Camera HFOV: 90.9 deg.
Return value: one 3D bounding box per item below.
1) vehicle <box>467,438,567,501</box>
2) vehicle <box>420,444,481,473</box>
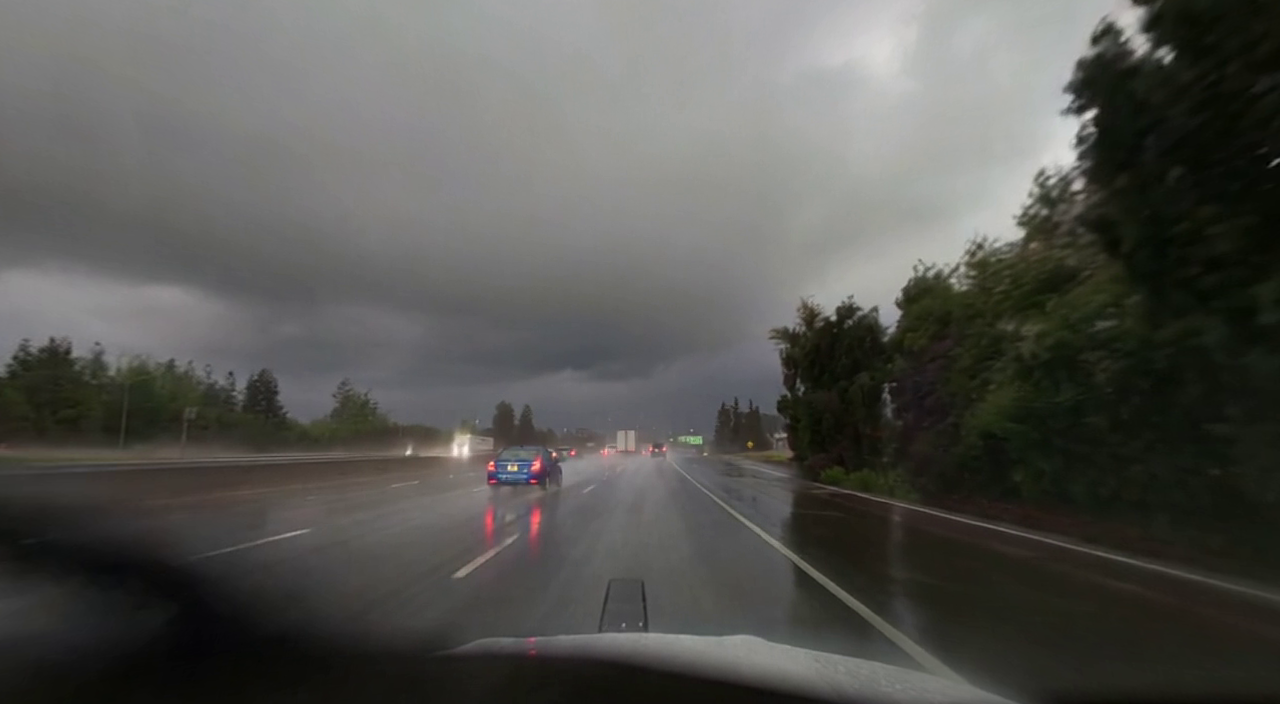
[{"bbox_3d":[-3.209,3.141,17.234,1.953,1.511,3.704,0,-8,1],"label":"vehicle"},{"bbox_3d":[-10.560,5.939,35.511,1.888,1.481,4.477,0,-8,2],"label":"vehicle"}]
